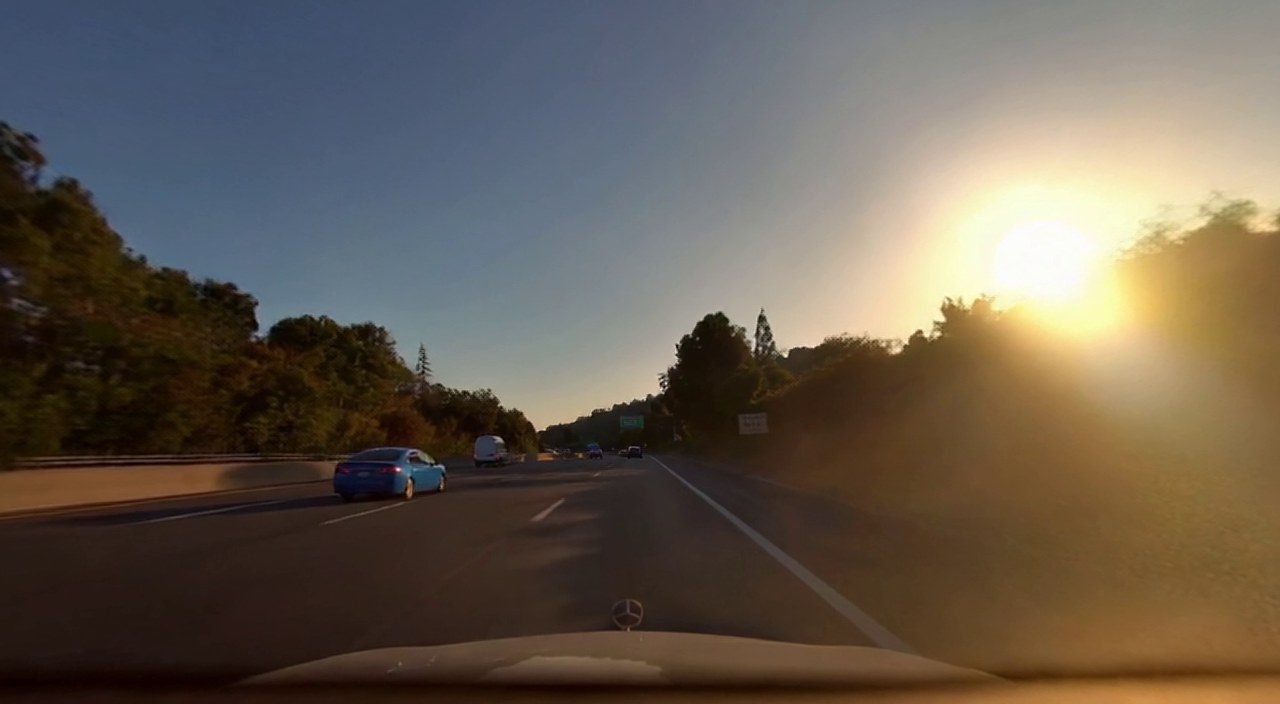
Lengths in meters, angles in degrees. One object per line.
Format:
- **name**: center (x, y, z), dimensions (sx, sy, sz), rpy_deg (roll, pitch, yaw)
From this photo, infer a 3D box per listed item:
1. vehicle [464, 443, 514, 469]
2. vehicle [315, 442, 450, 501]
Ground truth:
- **vehicle**: center (-10.931, 7.545, 46.019), dimensions (2.249, 1.735, 5.018), rpy_deg (-1, -8, 2)
- **vehicle**: center (-7.400, 3.454, 18.741), dimensions (1.981, 1.486, 4.735), rpy_deg (0, -8, 0)
